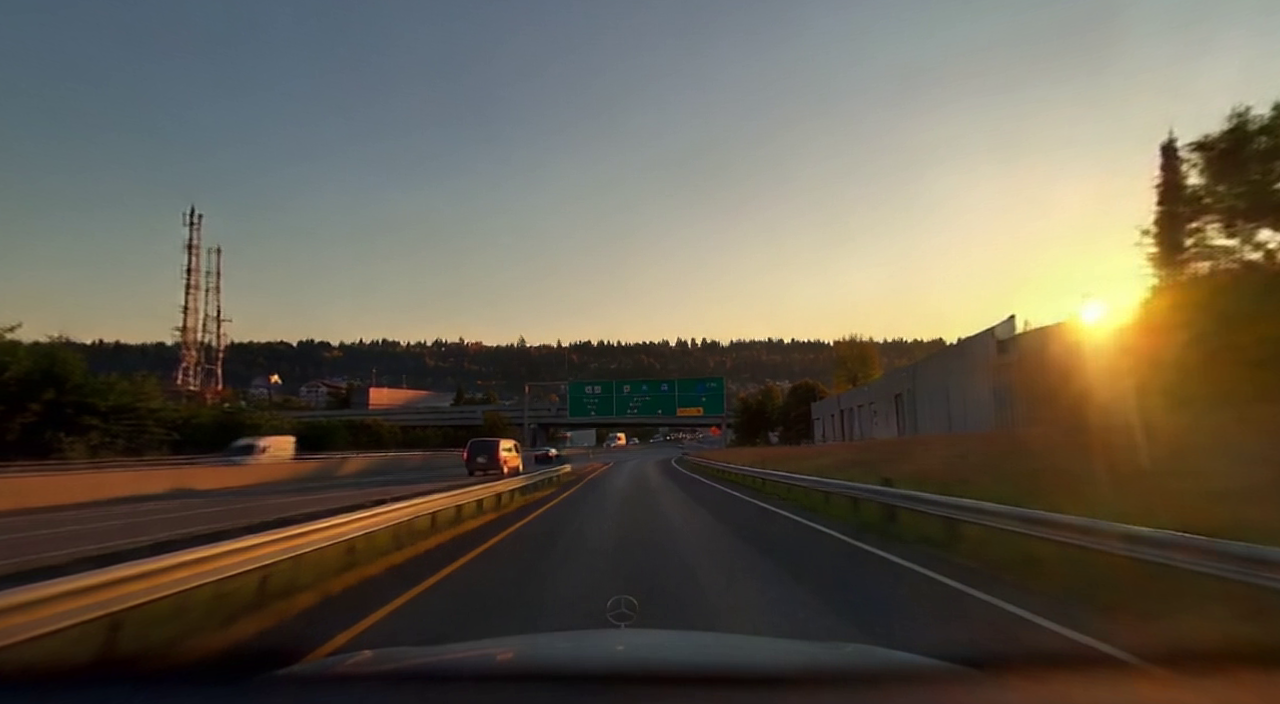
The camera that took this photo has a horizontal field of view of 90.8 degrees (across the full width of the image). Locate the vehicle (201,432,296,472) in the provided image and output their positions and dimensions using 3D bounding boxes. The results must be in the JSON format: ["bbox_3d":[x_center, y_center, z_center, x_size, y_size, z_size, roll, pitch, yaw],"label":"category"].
[{"bbox_3d":[-29.291,7.510,47.586,2.684,2.789,5.961,-2,-9,9],"label":"vehicle"}]

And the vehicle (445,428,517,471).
[{"bbox_3d":[-11.049,6.936,44.774,2.344,2.702,7.709,-1,-9,6],"label":"vehicle"}]
